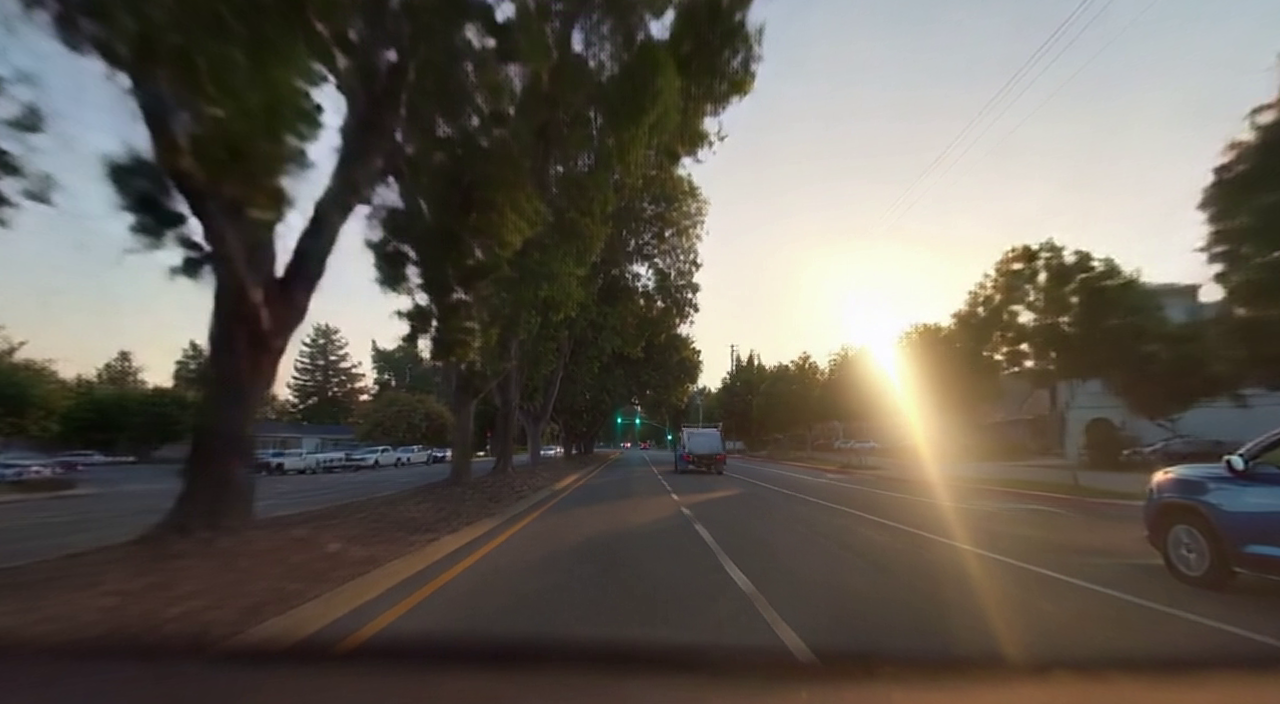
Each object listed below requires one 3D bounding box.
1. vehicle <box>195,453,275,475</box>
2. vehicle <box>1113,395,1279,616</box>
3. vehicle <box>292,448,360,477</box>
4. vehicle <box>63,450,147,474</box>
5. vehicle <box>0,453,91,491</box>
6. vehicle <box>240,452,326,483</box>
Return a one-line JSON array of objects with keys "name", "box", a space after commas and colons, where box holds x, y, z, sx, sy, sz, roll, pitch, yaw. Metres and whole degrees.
[{"name": "vehicle", "box": [-28.594, 7.894, 44.676, 4.382, 1.467, 1.902, 0, -8, 2]}, {"name": "vehicle", "box": [6.154, 1.140, 4.450, 2.012, 1.754, 4.635, 0, -8, 0]}, {"name": "vehicle", "box": [-19.653, 6.924, 39.784, 1.985, 1.667, 4.622, 0, -8, -1]}, {"name": "vehicle", "box": [-41.663, 8.551, 49.265, 4.562, 1.756, 2.075, 0, -9, 1]}, {"name": "vehicle", "box": [-28.475, 5.470, 28.935, 4.657, 1.636, 2.059, 0, -8, 0]}, {"name": "vehicle", "box": [-19.216, 6.203, 34.239, 2.048, 1.493, 4.588, 0, -8, -1]}]
